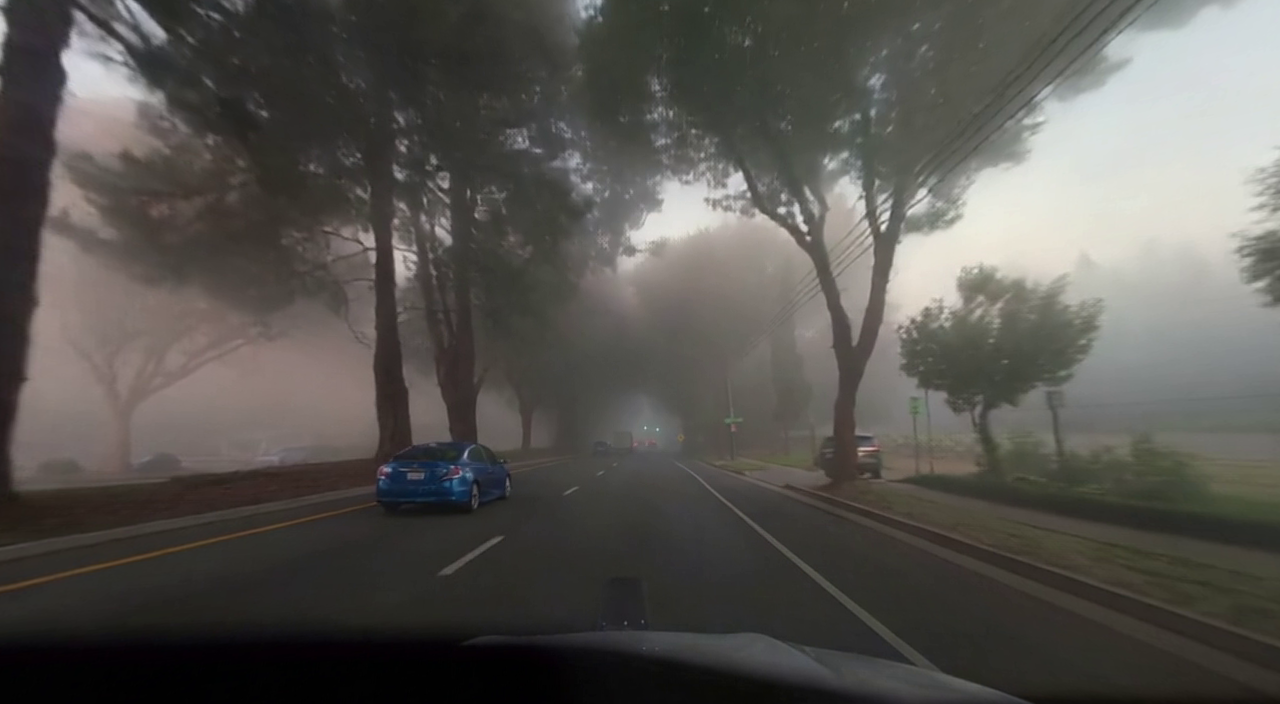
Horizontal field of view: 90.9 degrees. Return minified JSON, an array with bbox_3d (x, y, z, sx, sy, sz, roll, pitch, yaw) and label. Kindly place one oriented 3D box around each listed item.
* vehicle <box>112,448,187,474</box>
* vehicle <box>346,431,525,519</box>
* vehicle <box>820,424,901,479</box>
[{"bbox_3d":[-31.859,7.060,41.066,1.811,1.550,3.710,0,-8,0],"label":"vehicle"},{"bbox_3d":[-3.869,2.399,12.901,2.033,1.454,4.512,0,-8,2],"label":"vehicle"},{"bbox_3d":[7.243,3.285,20.985,1.594,1.688,2.861,0,-8,0],"label":"vehicle"}]
